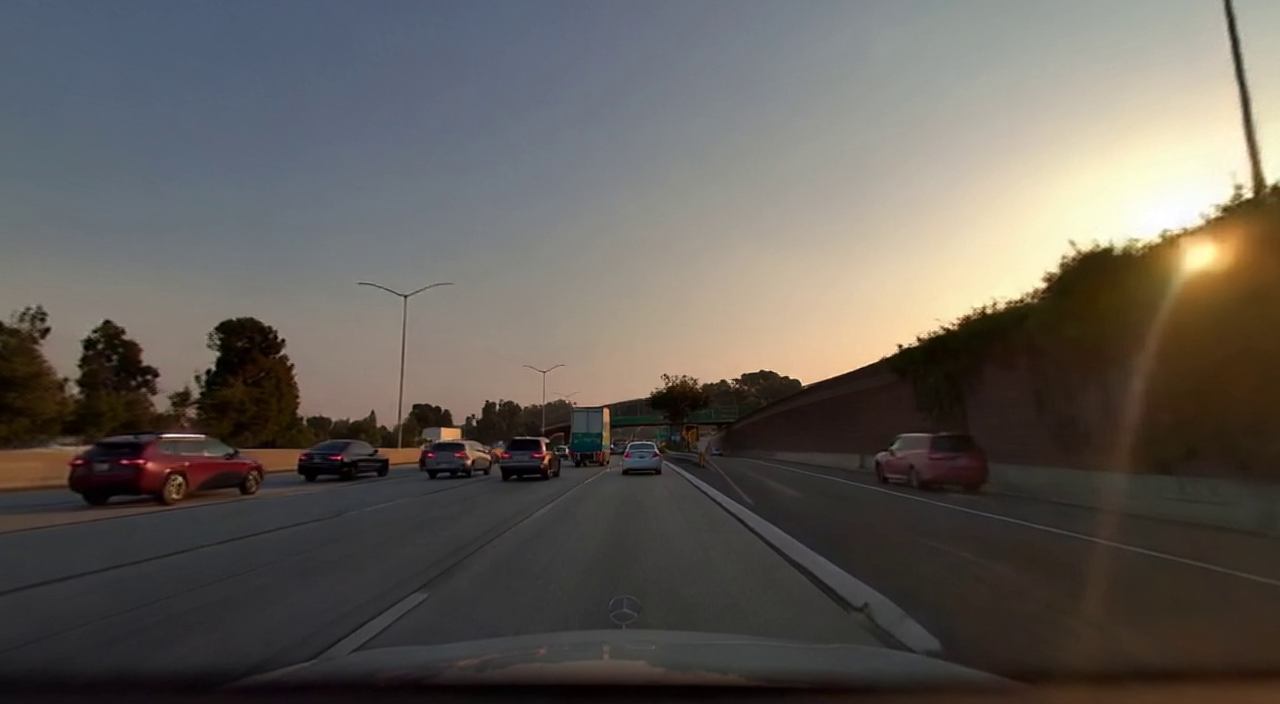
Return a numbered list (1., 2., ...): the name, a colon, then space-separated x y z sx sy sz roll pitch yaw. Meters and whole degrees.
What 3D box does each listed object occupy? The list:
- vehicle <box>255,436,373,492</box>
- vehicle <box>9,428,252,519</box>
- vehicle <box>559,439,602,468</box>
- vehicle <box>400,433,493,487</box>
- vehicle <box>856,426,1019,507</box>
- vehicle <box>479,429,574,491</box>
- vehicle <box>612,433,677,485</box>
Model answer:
1. vehicle: -10.939 3.760 21.521 1.863 1.696 3.885 0 -8 1
2. vehicle: -11.192 2.668 14.389 1.871 1.747 4.342 0 -8 0
3. vehicle: -3.656 6.335 39.524 2.243 1.683 4.178 0 -8 1
4. vehicle: -6.922 3.915 23.119 1.998 1.770 4.222 0 -8 1
5. vehicle: 7.153 2.795 15.817 2.026 1.718 4.522 0 -8 3
6. vehicle: -3.582 3.515 20.815 2.125 1.792 4.466 0 -8 2
7. vehicle: 0.159 3.870 23.153 2.180 1.716 3.920 0 -8 1
